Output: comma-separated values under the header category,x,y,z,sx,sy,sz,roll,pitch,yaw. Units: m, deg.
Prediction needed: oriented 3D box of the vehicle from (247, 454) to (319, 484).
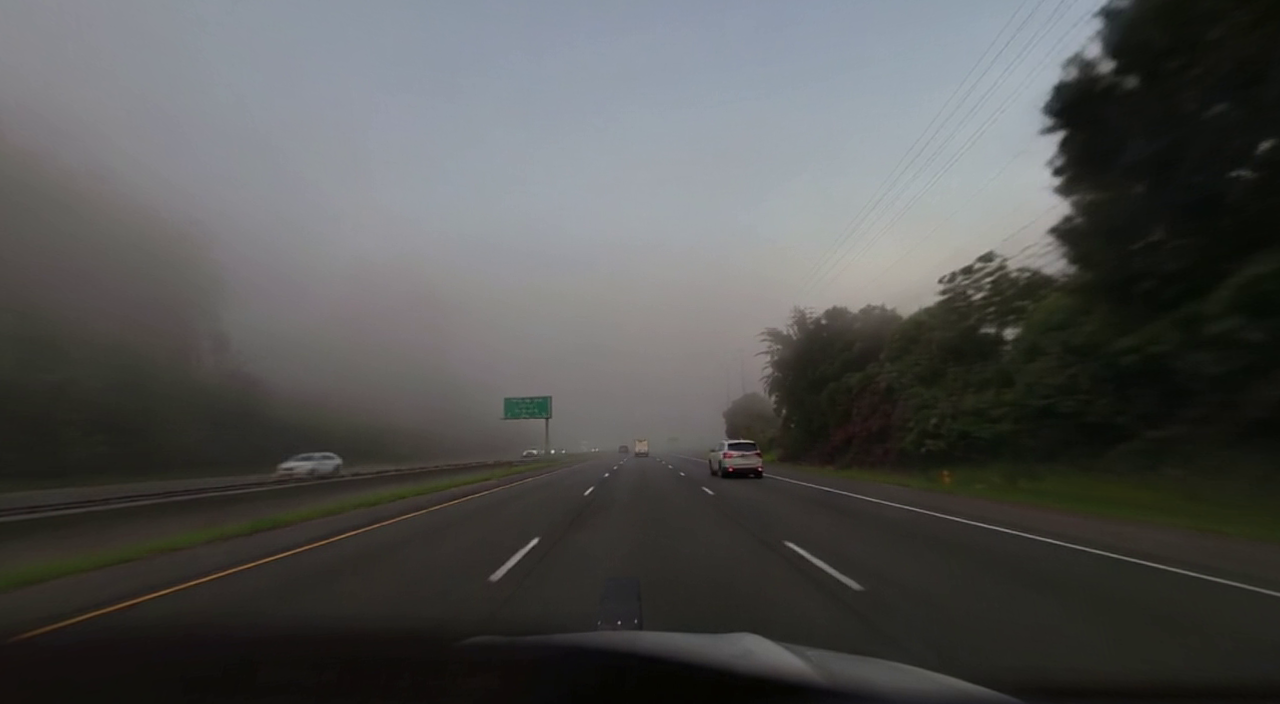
category,x,y,z,sx,sy,sz,roll,pitch,yaw
vehicle,-19.870,6.502,35.074,1.774,1.490,3.759,0,-9,0

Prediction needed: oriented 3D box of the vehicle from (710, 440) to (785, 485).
category,x,y,z,sx,sy,sz,roll,pitch,yaw
vehicle,3.982,4.162,23.876,2.054,1.565,4.089,0,-9,-1
